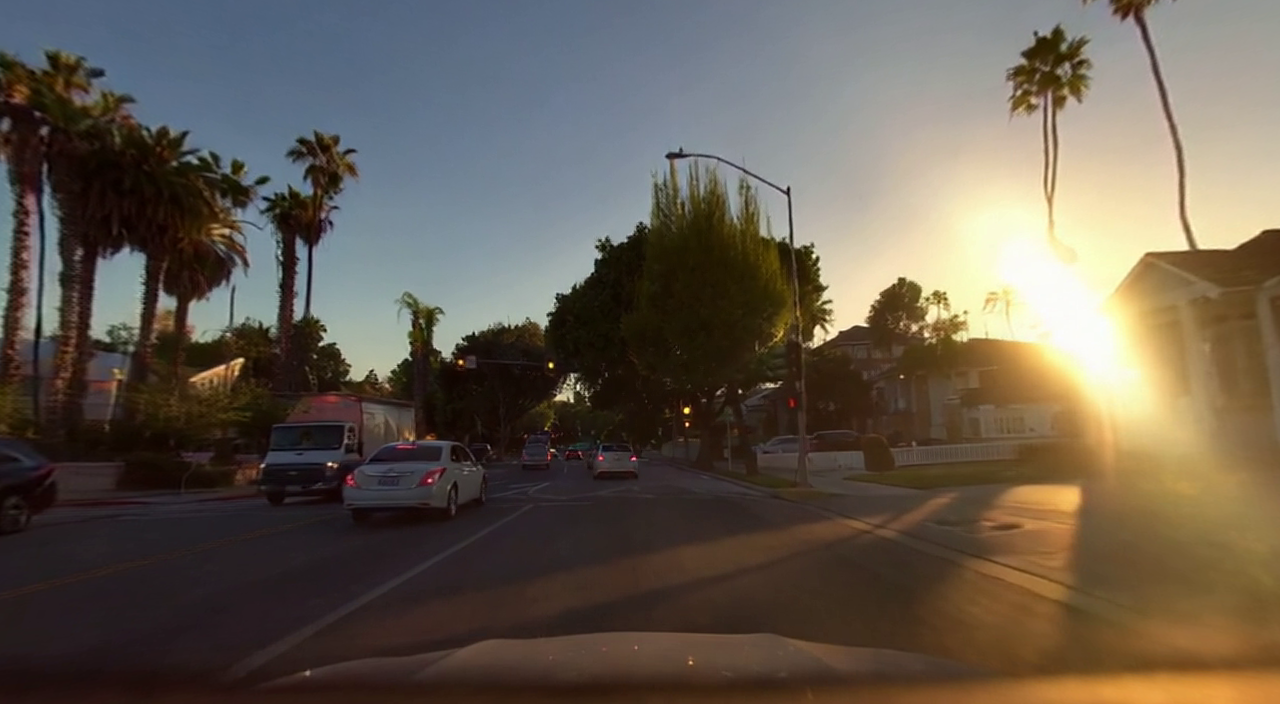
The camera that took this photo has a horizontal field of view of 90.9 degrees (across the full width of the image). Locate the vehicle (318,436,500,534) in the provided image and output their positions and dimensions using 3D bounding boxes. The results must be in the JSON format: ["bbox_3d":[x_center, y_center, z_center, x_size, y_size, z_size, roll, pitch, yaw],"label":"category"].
[{"bbox_3d":[-3.965,2.336,11.705,1.709,1.425,4.337,-1,-9,1],"label":"vehicle"}]

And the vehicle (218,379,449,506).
[{"bbox_3d":[-7.628,2.434,16.985,2.821,2.701,6.721,-1,-9,0],"label":"vehicle"}]

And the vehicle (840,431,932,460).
[{"bbox_3d":[14.316,5.437,36.752,4.615,1.555,2.021,2,-9,-15],"label":"vehicle"}]

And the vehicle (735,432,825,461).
[{"bbox_3d":[8.410,5.669,37.886,4.742,1.690,2.218,2,-9,-18],"label":"vehicle"}]

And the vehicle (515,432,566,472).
[{"bbox_3d":[-5.087,5.170,32.784,2.032,1.852,4.571,-1,-8,-2],"label":"vehicle"}]

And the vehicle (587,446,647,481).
[{"bbox_3d":[-0.934,4.265,24.380,2.131,1.222,3.868,0,-9,-3],"label":"vehicle"}]
